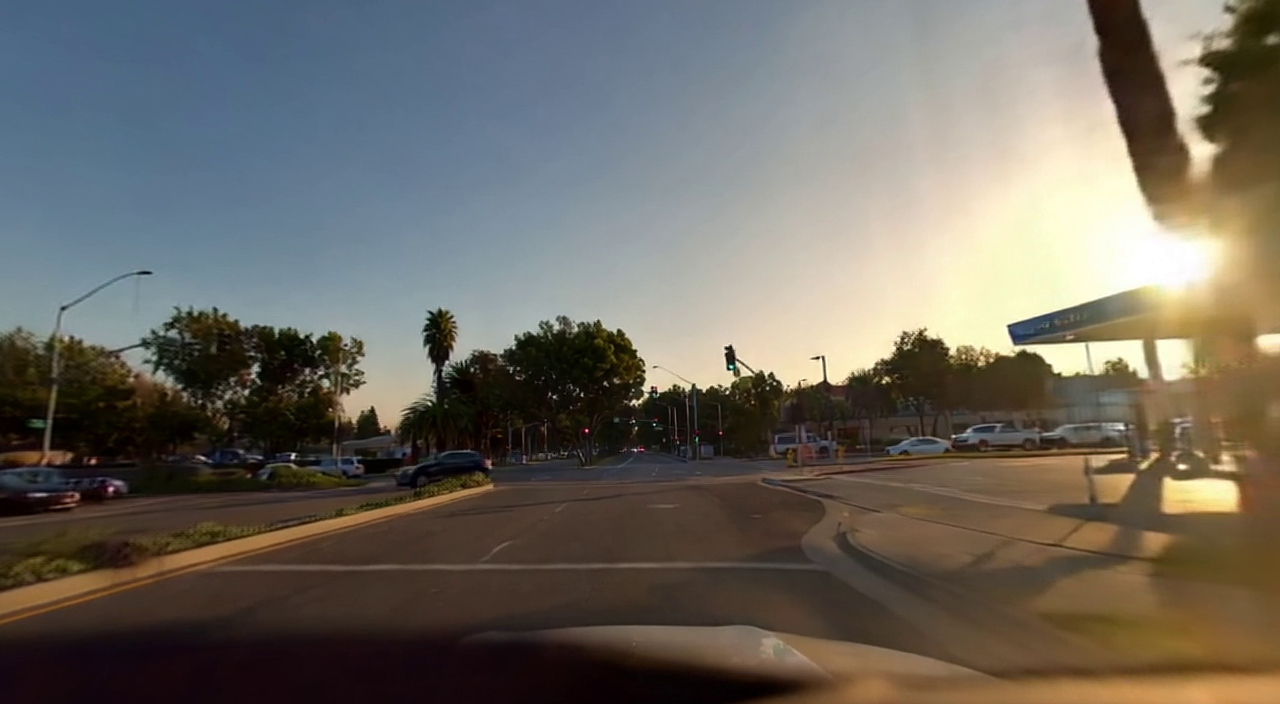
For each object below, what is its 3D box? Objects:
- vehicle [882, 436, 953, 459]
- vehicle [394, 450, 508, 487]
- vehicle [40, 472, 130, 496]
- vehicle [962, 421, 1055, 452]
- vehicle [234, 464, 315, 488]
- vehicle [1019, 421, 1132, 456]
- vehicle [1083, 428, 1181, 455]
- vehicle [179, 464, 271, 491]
[{"bbox_3d":[21.641,7.450,49.415,4.578,1.756,2.042,1,-9,-6],"label":"vehicle"},{"bbox_3d":[-8.327,5.131,28.286,1.920,1.496,4.763,-5,-10,31],"label":"vehicle"},{"bbox_3d":[-37.779,8.989,43.057,4.182,1.452,1.954,0,-9,-1],"label":"vehicle"},{"bbox_3d":[28.970,6.701,49.852,5.625,2.303,2.592,0,-9,2],"label":"vehicle"},{"bbox_3d":[-25.806,8.761,44.732,4.448,1.525,1.835,1,-9,-4],"label":"vehicle"},{"bbox_3d":[30.458,6.081,44.301,6.052,2.171,2.511,-2,-8,-5],"label":"vehicle"},{"bbox_3d":[30.362,5.537,39.073,4.286,1.519,2.070,-1,-9,-2],"label":"vehicle"},{"bbox_3d":[-25.599,7.755,39.075,4.407,1.565,1.861,0,-9,2],"label":"vehicle"}]
